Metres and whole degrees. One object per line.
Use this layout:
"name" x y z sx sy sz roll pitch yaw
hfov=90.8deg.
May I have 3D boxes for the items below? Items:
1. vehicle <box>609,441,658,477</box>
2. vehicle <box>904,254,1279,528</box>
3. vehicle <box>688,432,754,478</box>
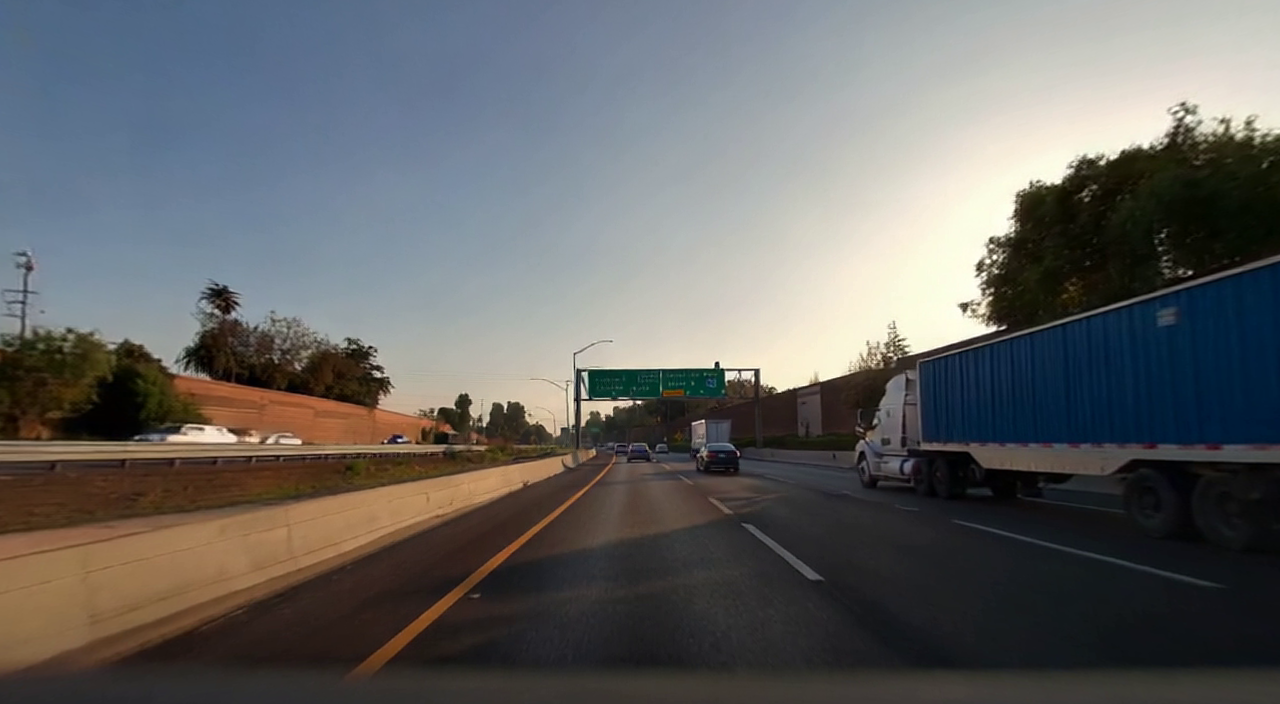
"vehicle" -0.317 4.830 28.715 2.083 1.477 3.965 0 -9 -2
"vehicle" 11.170 1.404 15.048 2.914 4.134 15.553 0 -8 -1
"vehicle" 3.477 4.513 27.953 2.114 1.849 4.692 0 -9 -2
